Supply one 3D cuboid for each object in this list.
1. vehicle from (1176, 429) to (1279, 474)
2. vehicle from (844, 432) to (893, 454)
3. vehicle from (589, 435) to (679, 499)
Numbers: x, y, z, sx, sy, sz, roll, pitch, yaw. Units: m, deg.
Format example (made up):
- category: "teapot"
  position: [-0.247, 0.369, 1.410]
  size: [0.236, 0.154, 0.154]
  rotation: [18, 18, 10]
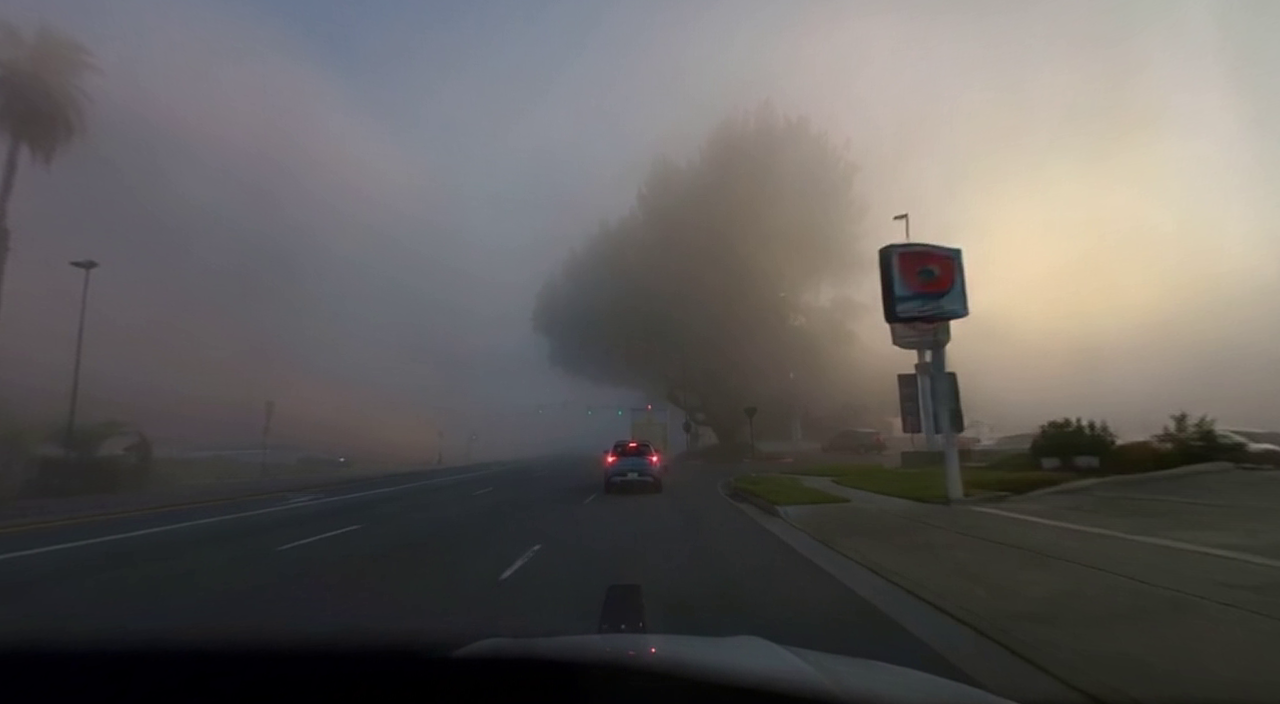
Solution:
- category: "vehicle"
  position: [22.430, 3.609, 22.773]
  size: [1.876, 1.482, 4.633]
  rotation: [0, -9, 1]
- category: "vehicle"
  position: [17.439, 6.973, 48.056]
  size: [2.009, 1.630, 4.436]
  rotation: [0, -9, -1]
- category: "vehicle"
  position: [-0.130, 3.078, 17.207]
  size: [2.145, 1.483, 4.453]
  rotation: [0, -9, 0]
